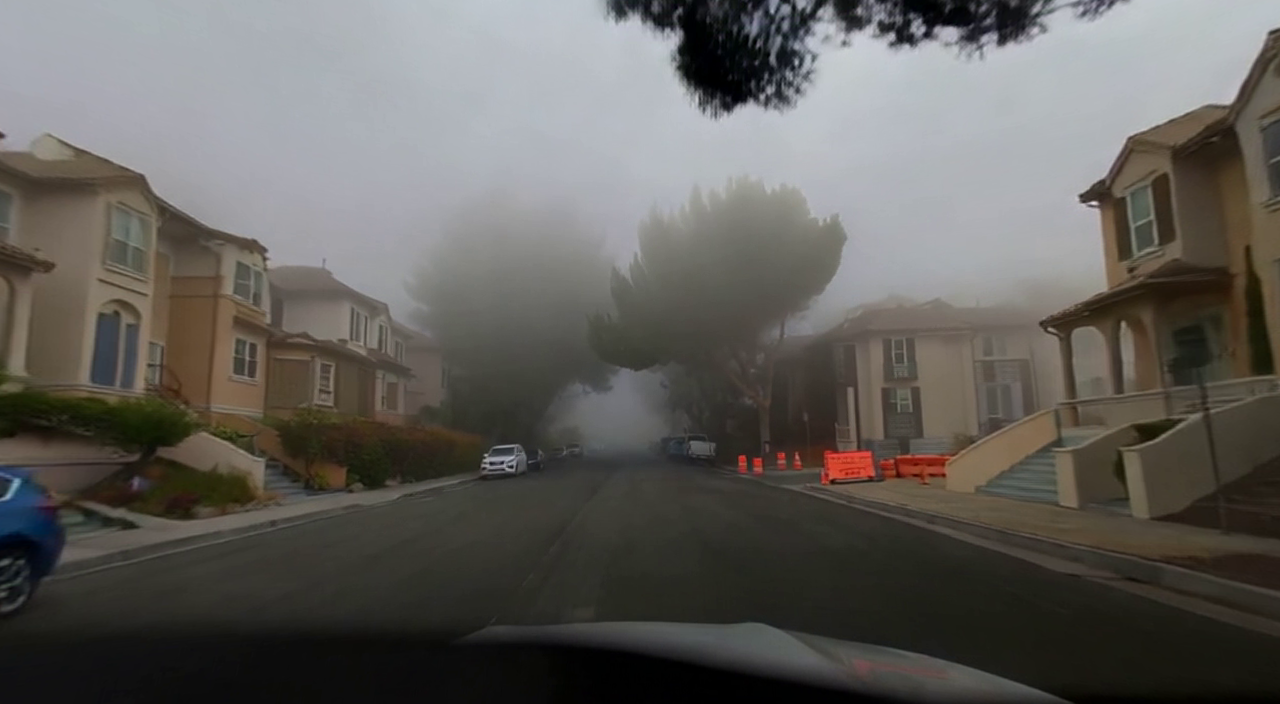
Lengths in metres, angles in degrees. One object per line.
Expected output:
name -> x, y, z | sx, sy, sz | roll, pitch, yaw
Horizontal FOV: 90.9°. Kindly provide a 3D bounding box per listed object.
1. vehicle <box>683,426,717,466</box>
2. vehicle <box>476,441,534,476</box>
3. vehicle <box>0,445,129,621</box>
vehicle -> 4.012, 6.318, 42.434 | 2.082, 2.534, 3.248 | -1, -8, 3
vehicle -> -6.673, 5.311, 31.609 | 1.957, 1.608, 4.476 | 0, -8, -1
vehicle -> -6.552, 1.400, 4.382 | 2.137, 1.481, 4.503 | 0, -8, 1
